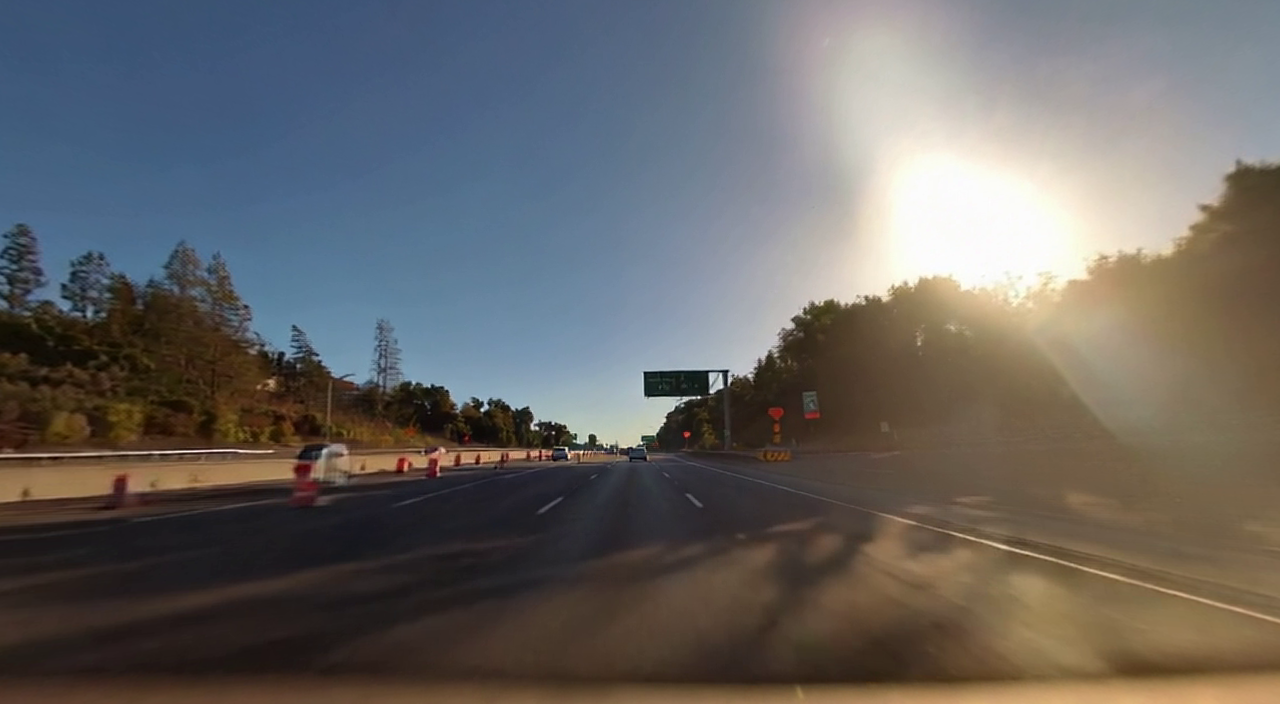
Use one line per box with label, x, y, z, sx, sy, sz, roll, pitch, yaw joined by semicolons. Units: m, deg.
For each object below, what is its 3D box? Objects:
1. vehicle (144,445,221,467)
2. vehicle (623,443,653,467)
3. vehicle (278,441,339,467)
vehicle;-31.282;7.124;43.370;1.946;1.444;4.536;0;-9;-1
vehicle;-0.150;7.608;46.733;2.109;1.638;3.856;0;-9;0
vehicle;-23.951;7.380;45.812;1.941;1.705;4.395;0;-9;1
